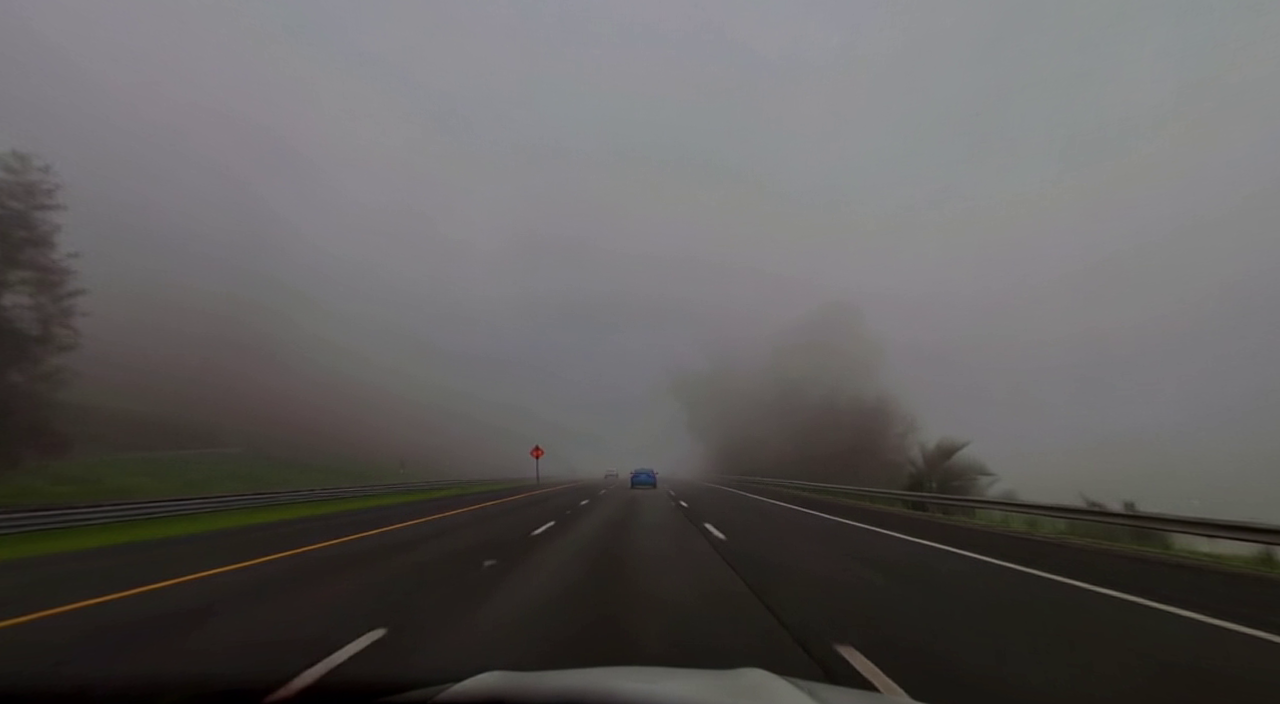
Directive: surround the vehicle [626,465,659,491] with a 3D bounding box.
[{"bbox_3d":[0.142,8.013,40.178,2.016,1.530,4.009,1,-10,0],"label":"vehicle"}]
